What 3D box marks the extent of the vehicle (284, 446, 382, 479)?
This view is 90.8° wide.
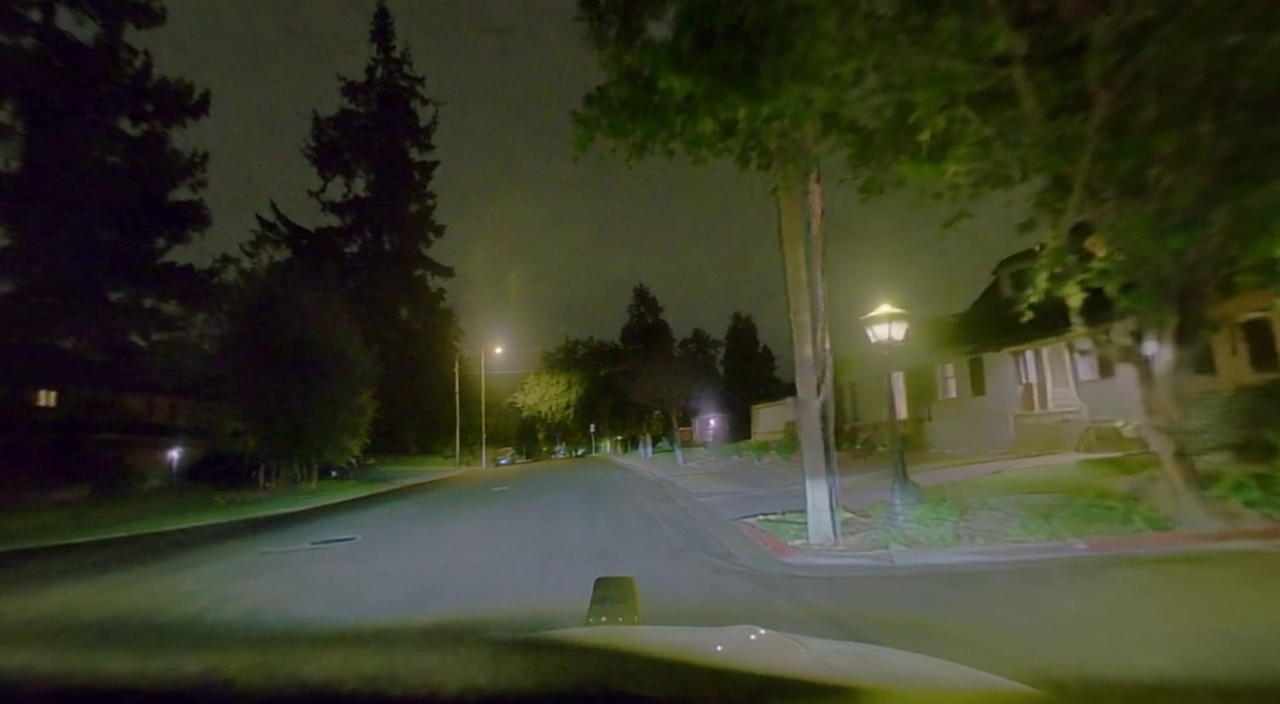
[{"bbox_3d":[-17.549,6.326,36.308,4.559,1.745,1.918,1,-9,-6],"label":"vehicle"}]

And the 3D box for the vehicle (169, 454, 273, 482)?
[{"bbox_3d":[-23.897,6.616,36.170,4.531,1.470,1.855,0,-9,-3],"label":"vehicle"}]
